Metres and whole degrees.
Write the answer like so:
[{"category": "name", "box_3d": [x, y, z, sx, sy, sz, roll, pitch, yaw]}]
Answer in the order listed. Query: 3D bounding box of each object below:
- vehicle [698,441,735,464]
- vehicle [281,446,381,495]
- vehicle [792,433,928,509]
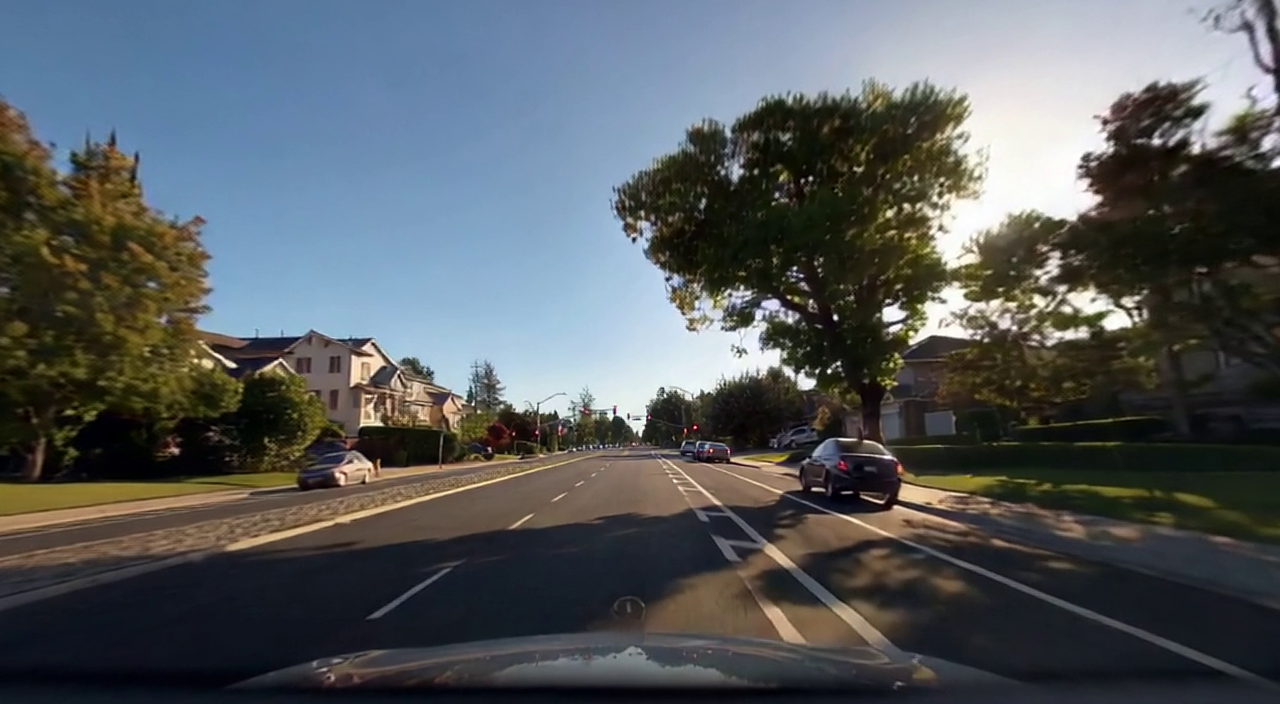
[{"category": "vehicle", "box_3d": [5.042, 6.689, 42.097, 1.881, 1.435, 4.525, 0, -8, -1]}, {"category": "vehicle", "box_3d": [-12.087, 4.609, 25.004, 2.000, 1.523, 4.226, -2, -6, -2]}, {"category": "vehicle", "box_3d": [4.962, 2.702, 14.812, 1.803, 1.517, 3.738, 0, -8, -1]}]
